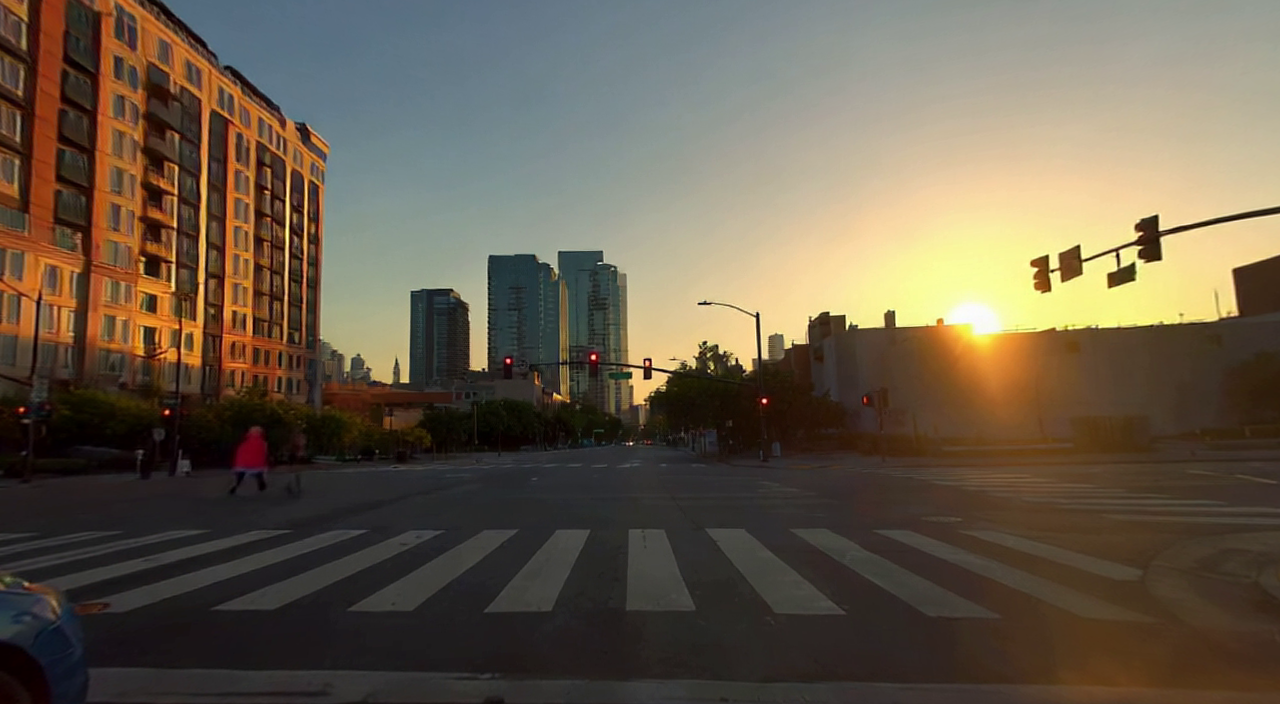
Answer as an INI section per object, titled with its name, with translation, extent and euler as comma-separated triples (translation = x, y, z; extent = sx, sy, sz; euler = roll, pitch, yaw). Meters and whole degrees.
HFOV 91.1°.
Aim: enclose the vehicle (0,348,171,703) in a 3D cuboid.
[vehicle]
translation = -3.626, 0.622, 1.065
extent = 2.109, 1.692, 4.587
euler = 0, -8, 0
